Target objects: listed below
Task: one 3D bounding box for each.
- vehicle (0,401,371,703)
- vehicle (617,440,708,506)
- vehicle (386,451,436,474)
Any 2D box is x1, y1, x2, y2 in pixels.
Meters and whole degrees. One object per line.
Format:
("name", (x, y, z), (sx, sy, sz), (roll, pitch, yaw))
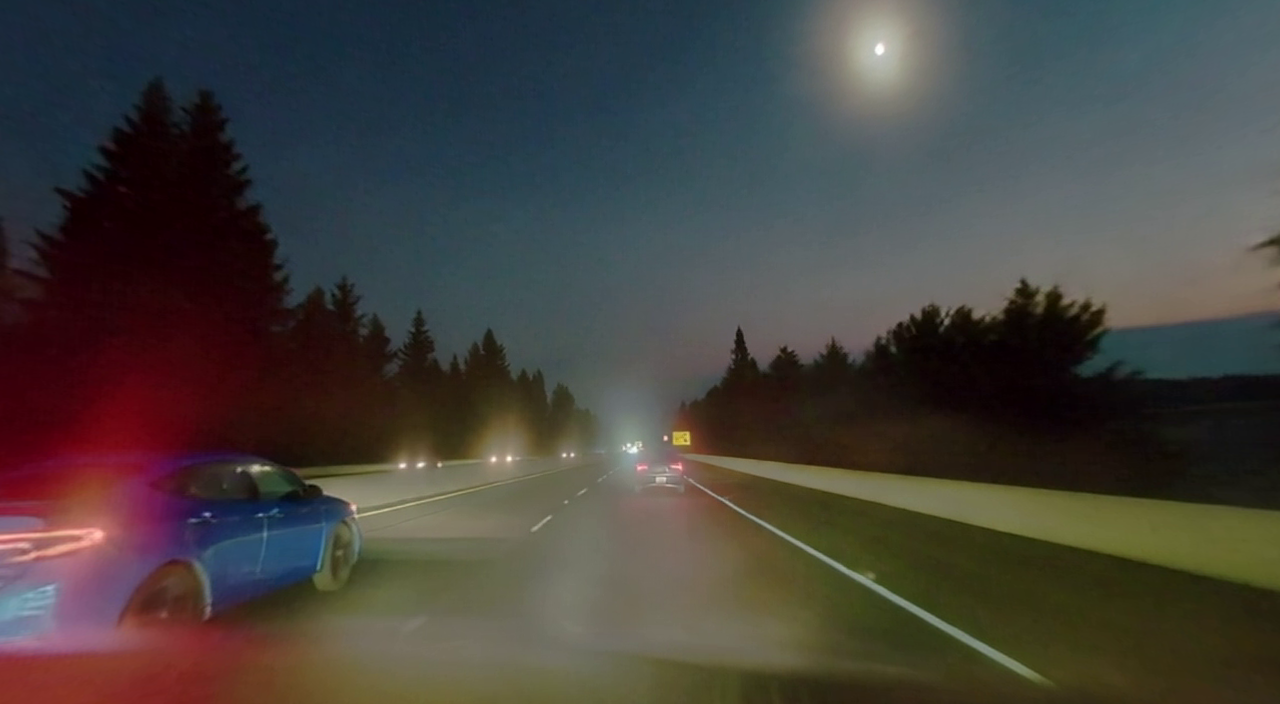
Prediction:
("vehicle", (-3.746, 1.310, 4.749), (2.083, 1.548, 4.251), (1, -9, -9))
("vehicle", (0.458, 3.173, 16.872), (2.021, 1.533, 4.014), (0, -9, -4))
("vehicle", (-17.122, 8.287, 47.055), (1.900, 1.582, 4.150), (-1, -9, 5))
